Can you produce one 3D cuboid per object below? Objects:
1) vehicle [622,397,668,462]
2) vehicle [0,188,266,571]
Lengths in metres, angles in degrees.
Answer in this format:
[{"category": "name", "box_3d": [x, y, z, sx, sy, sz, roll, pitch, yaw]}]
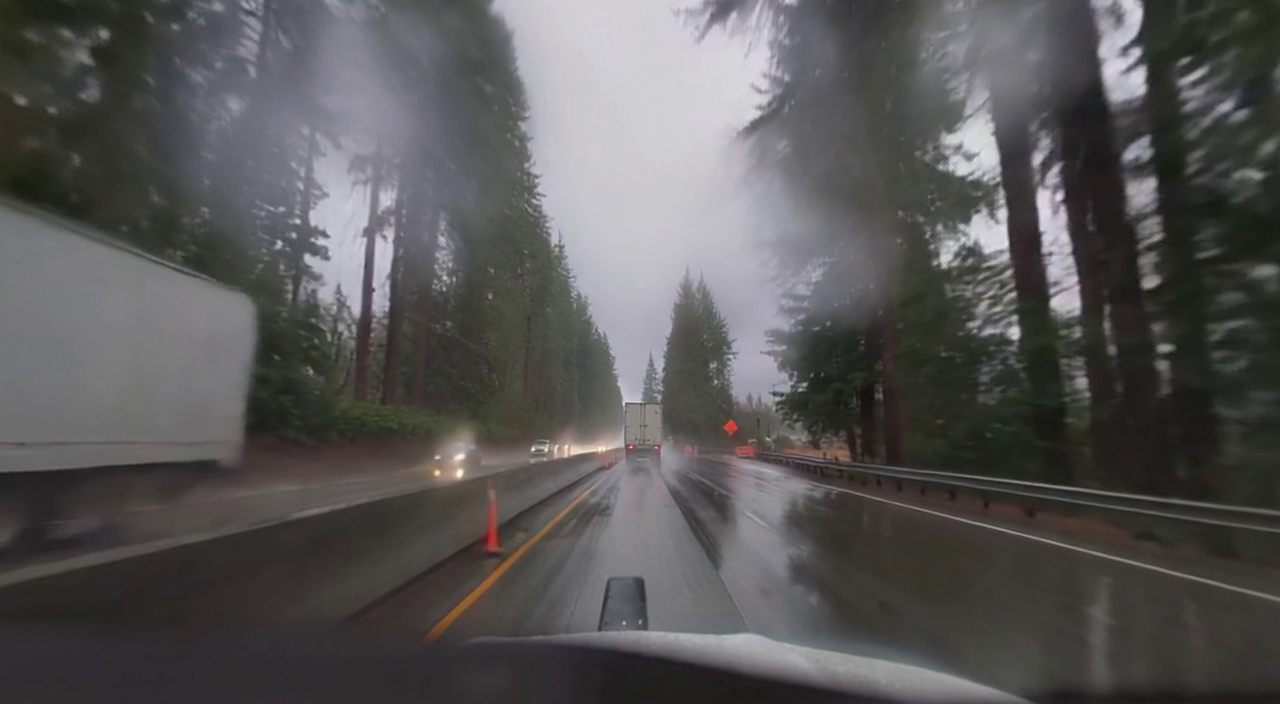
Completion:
[{"category": "vehicle", "box_3d": [0.205, 5.724, 45.738, 2.935, 4.068, 11.036, 0, -8, -1]}, {"category": "vehicle", "box_3d": [-8.452, -0.212, 3.410, 2.878, 4.192, 16.791, 0, -8, -1]}]
